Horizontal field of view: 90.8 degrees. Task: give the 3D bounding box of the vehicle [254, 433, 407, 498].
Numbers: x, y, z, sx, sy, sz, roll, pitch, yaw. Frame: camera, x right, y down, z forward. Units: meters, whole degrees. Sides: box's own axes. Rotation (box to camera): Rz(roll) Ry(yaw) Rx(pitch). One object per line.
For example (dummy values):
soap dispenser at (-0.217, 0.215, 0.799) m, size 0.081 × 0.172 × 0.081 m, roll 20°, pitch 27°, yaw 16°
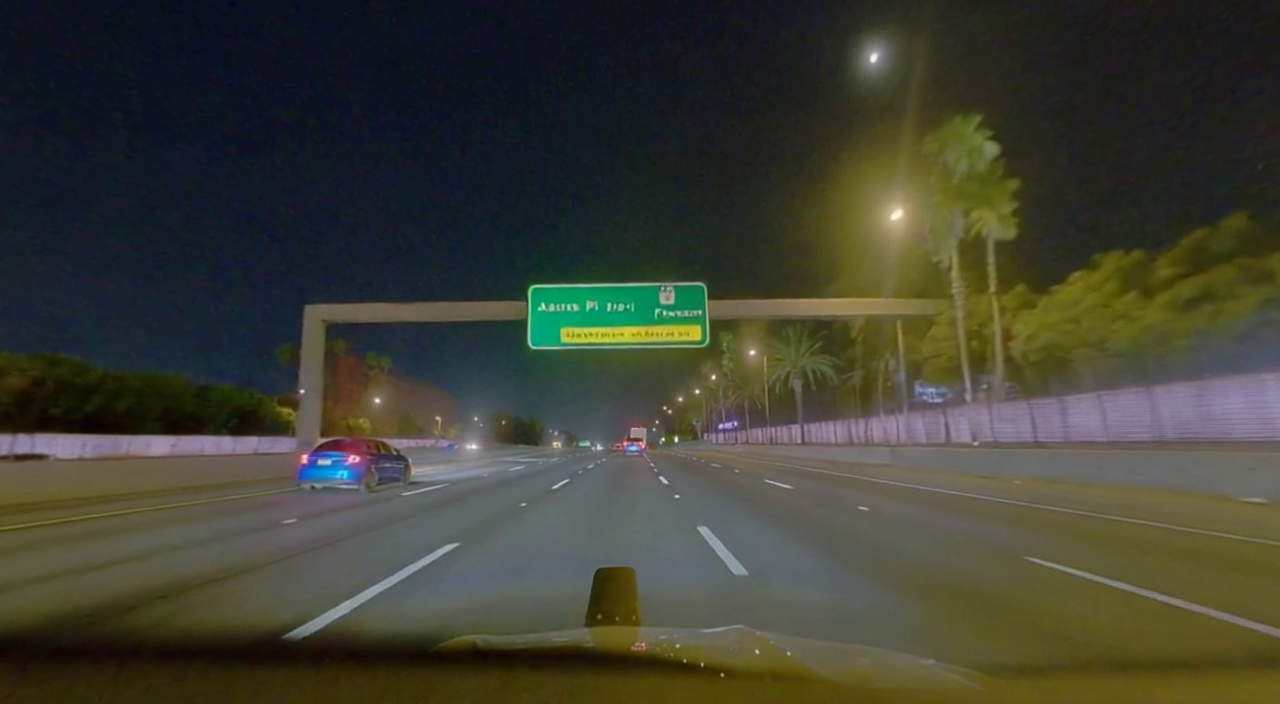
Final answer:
vehicle at (-8.331, 3.083, 17.563) m, size 1.971 × 1.552 × 4.465 m, roll 0°, pitch -8°, yaw 0°
